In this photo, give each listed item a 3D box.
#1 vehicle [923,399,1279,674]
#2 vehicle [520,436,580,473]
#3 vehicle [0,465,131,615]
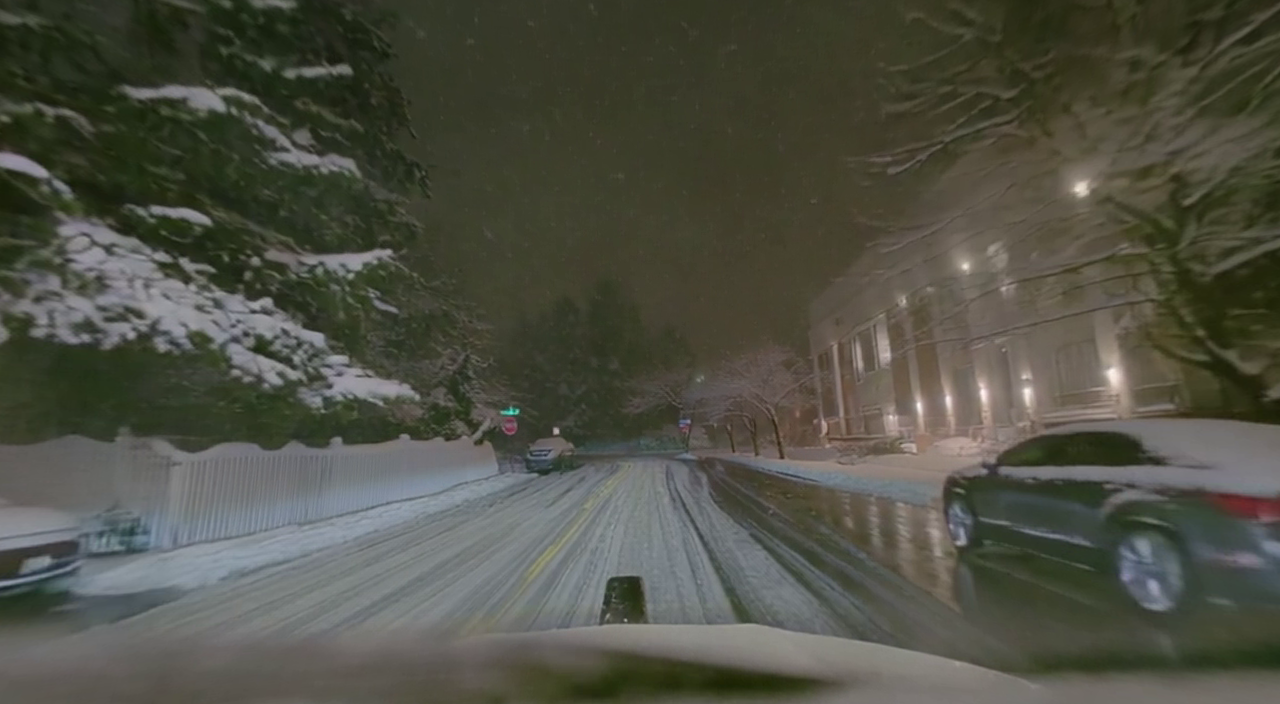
[{"bbox_3d":[4.612,1.299,5.357,2.109,1.500,5.070,0,-8,1],"label":"vehicle"},{"bbox_3d":[-5.119,5.864,36.694,2.308,1.899,6.107,-2,-8,3],"label":"vehicle"},{"bbox_3d":[-8.630,2.052,7.084,4.063,1.483,1.939,0,-9,-1],"label":"vehicle"}]
